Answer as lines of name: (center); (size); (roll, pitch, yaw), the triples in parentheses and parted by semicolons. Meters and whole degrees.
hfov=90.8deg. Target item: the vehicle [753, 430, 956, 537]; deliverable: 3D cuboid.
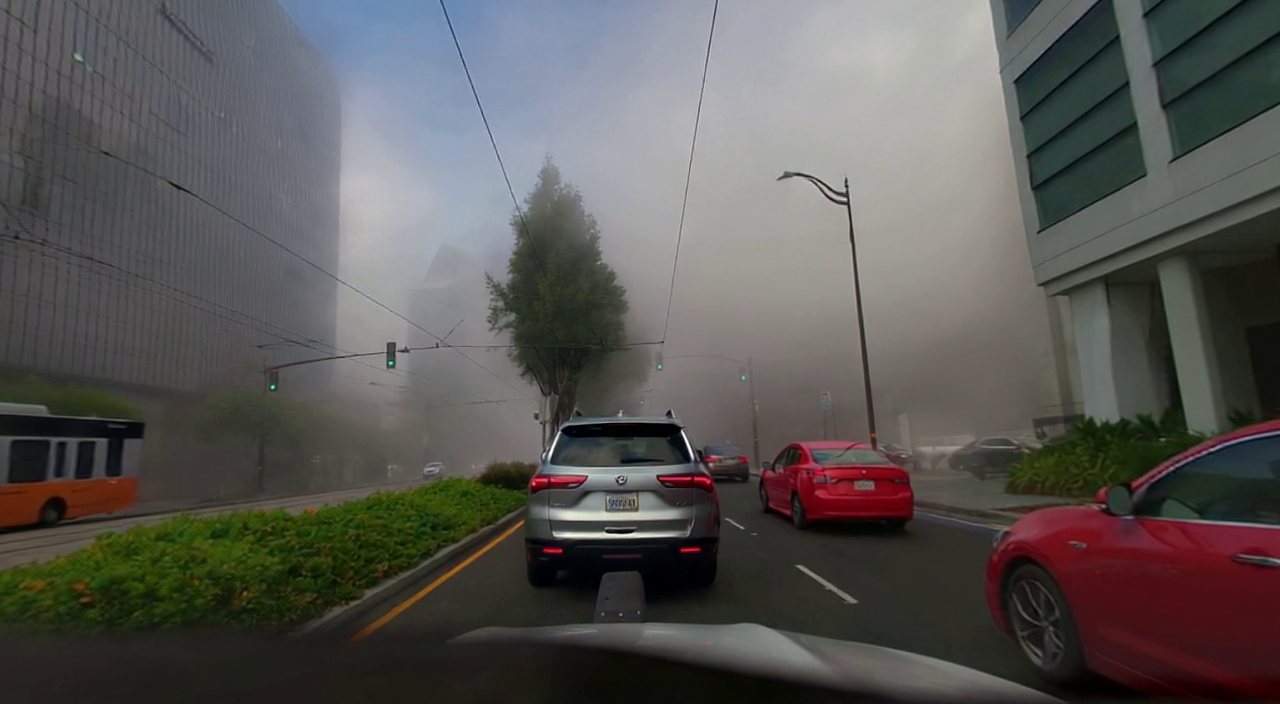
vehicle: (3.597, 2.283, 11.610); (2.128, 1.582, 4.188); (0, -8, -2)

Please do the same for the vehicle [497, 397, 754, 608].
vehicle: (-0.186, 1.588, 7.583); (2.178, 1.779, 4.255); (0, -8, -2)

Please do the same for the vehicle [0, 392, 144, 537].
vehicle: (-19.790, 3.173, 17.297); (3.393, 4.045, 11.306); (-3, -9, -1)

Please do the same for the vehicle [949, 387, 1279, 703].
vehicle: (3.139, 0.859, 2.083); (1.993, 1.480, 4.324); (0, -8, -1)
